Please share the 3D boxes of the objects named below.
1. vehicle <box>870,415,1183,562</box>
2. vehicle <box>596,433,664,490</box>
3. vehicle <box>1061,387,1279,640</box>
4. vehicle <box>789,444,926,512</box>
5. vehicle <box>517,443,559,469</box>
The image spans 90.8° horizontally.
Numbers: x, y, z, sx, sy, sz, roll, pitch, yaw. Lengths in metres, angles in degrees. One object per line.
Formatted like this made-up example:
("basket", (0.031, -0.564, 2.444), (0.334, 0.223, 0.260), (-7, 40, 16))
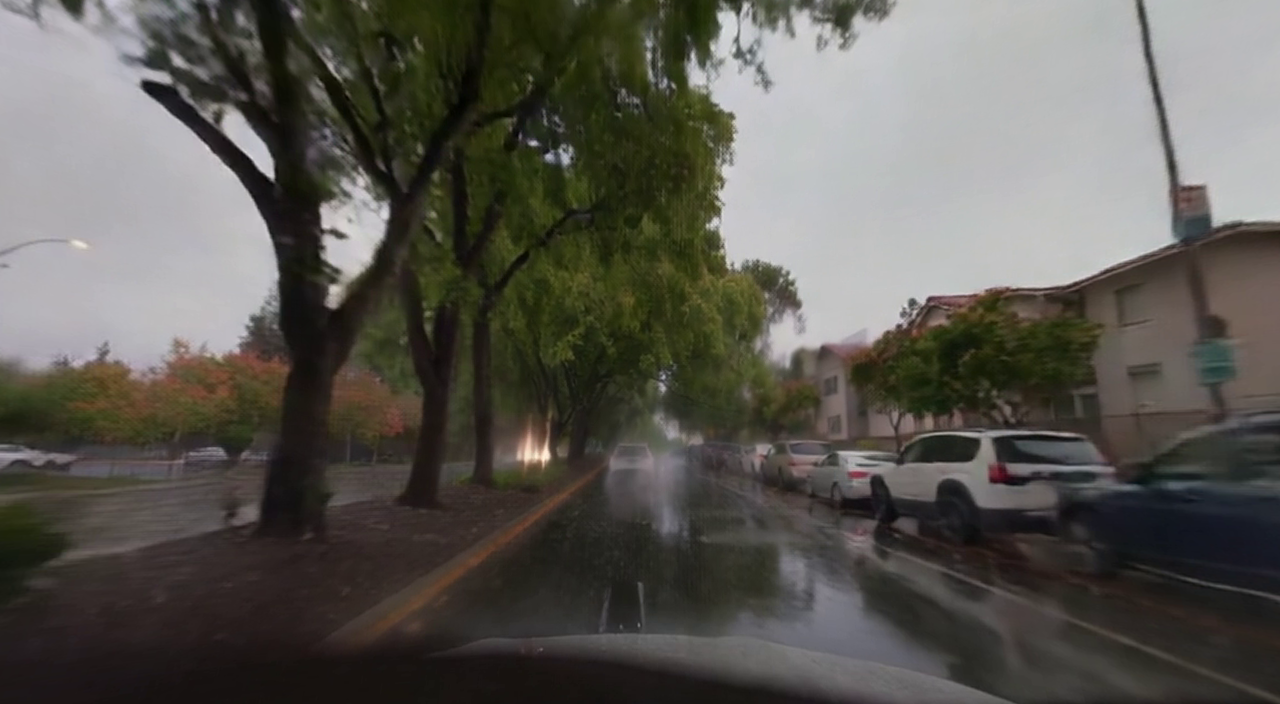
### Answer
("vehicle", (5.878, 2.117, 10.630), (1.994, 1.853, 4.924), (0, -9, -2))
("vehicle", (-0.342, 3.607, 21.129), (2.070, 1.698, 3.925), (0, -9, -1))
("vehicle", (5.862, 1.221, 4.810), (2.139, 1.872, 4.585), (0, -9, 1))
("vehicle", (5.333, 3.117, 16.157), (2.005, 1.499, 4.108), (0, -9, 0))
("vehicle", (-6.038, 6.202, 37.914), (2.105, 1.474, 4.808), (0, -9, -4))
